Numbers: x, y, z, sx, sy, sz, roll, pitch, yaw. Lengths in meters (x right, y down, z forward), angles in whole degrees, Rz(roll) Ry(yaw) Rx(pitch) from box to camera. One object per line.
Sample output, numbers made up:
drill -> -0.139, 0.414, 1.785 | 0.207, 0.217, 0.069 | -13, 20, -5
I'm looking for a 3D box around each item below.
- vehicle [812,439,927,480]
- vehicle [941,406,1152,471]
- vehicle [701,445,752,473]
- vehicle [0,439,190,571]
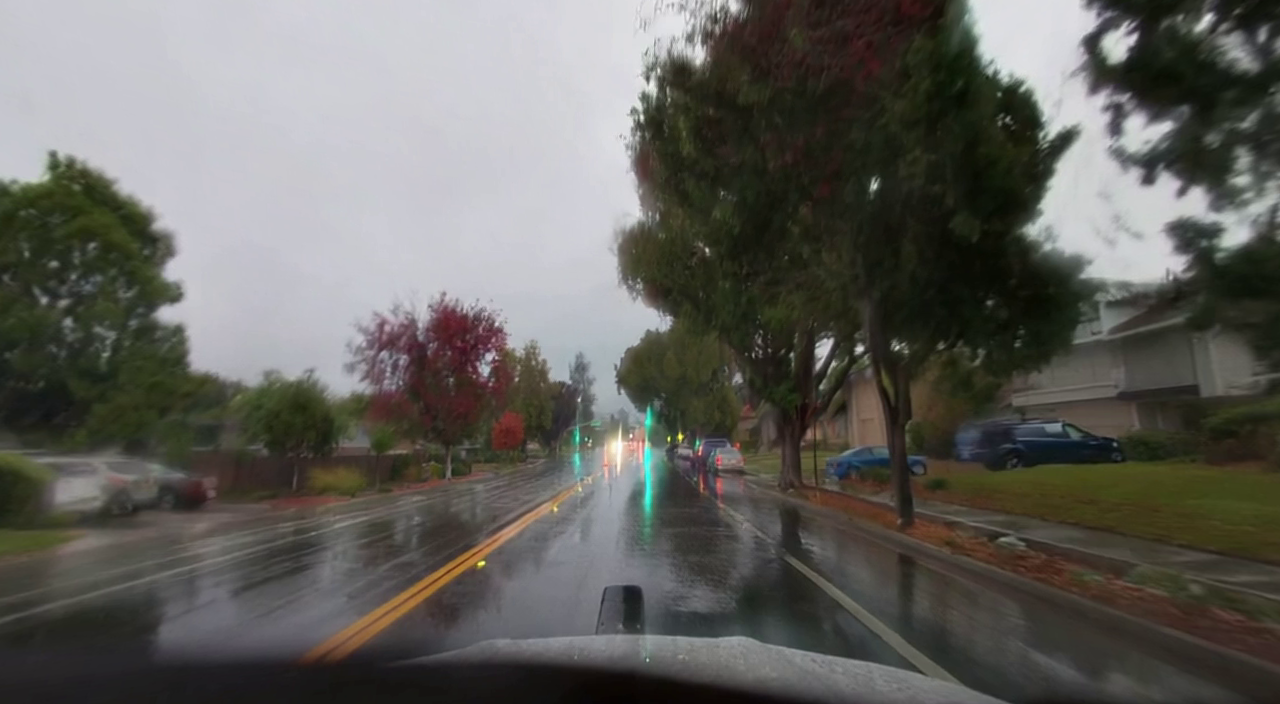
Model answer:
vehicle -> 8.472, 3.977, 23.551 | 3.561, 1.465, 1.870 | 0, -8, -2
vehicle -> 14.962, 3.228, 23.599 | 6.037, 2.247, 2.657 | 0, -9, -2
vehicle -> 4.306, 5.404, 32.194 | 1.928, 1.333, 4.586 | 0, -9, 0
vehicle -> -10.686, 2.609, 10.895 | 2.663, 1.926, 4.303 | -6, -9, 2
